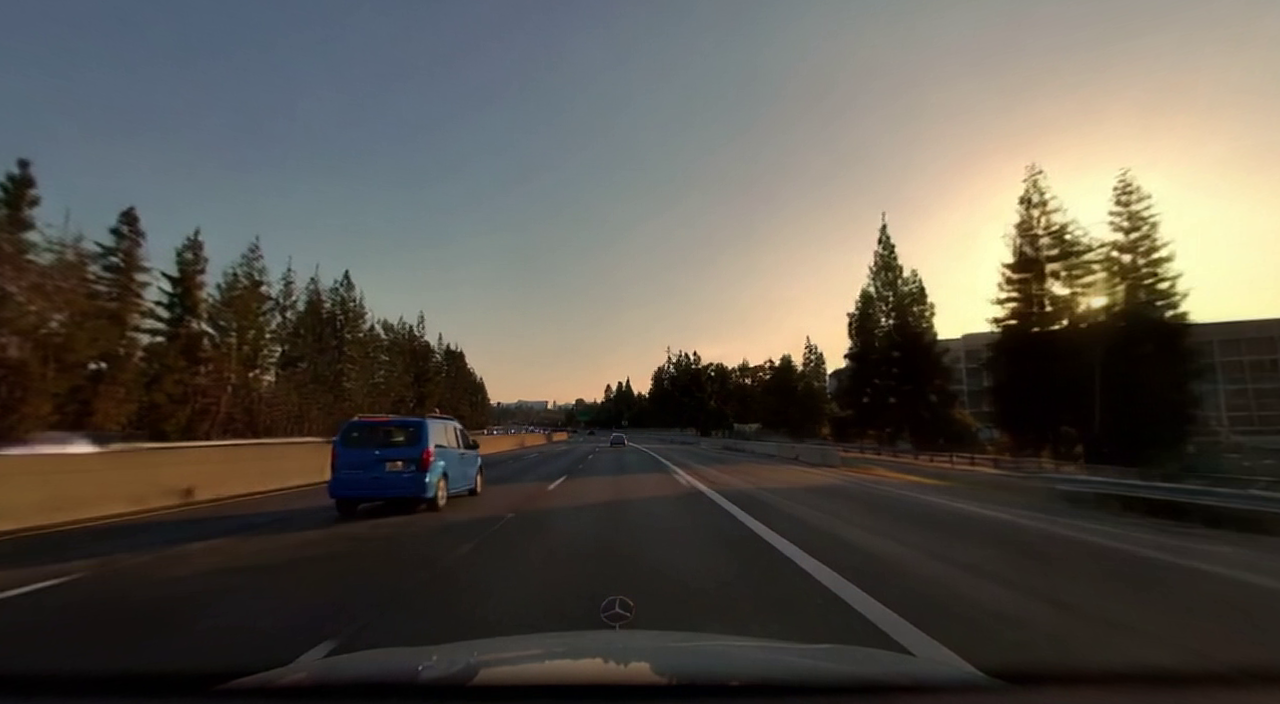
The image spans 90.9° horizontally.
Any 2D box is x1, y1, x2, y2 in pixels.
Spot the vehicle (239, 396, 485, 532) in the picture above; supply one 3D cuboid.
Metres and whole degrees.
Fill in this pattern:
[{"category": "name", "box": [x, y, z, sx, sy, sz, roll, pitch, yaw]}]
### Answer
[{"category": "vehicle", "box": [-4.358, 1.833, 10.991, 2.219, 1.827, 4.738, 0, -7, -2]}]
